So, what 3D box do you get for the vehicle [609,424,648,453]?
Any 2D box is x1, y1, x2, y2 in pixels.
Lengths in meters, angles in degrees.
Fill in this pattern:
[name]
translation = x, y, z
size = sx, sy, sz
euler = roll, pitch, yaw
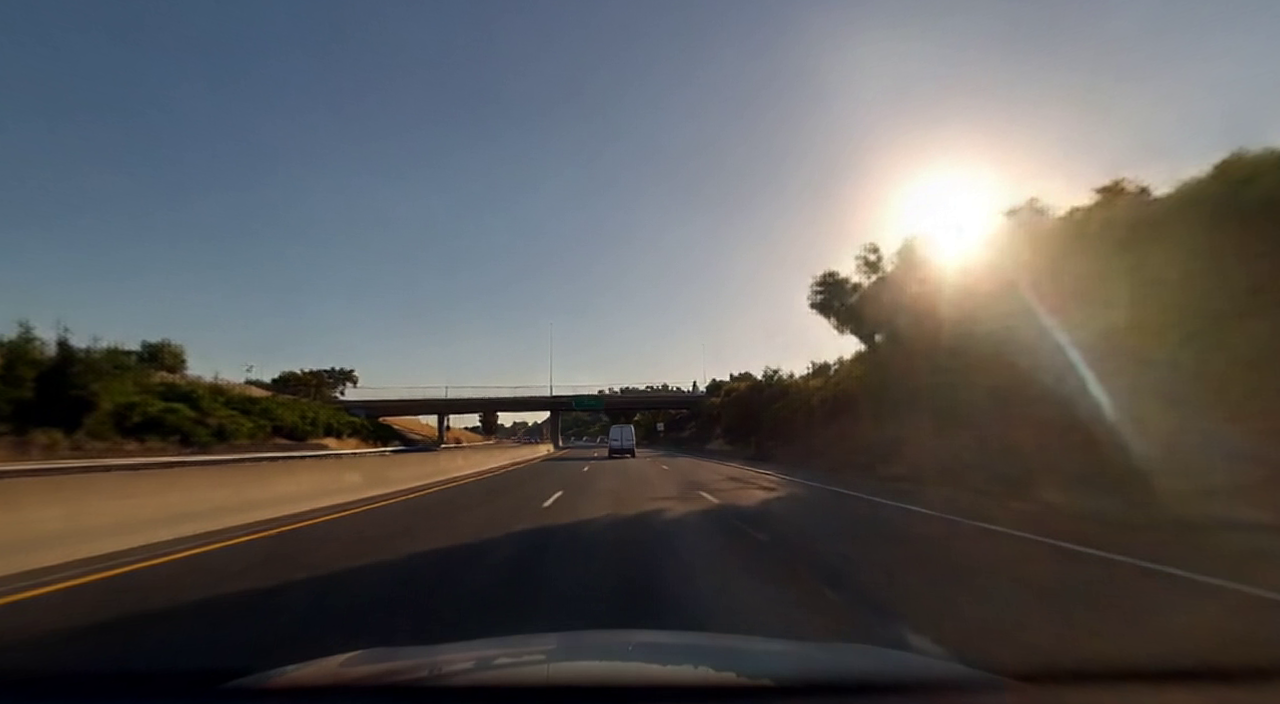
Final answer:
[vehicle]
translation = -0.789, 5.311, 38.777
size = 2.157, 1.647, 4.524
euler = 0, -8, -4
